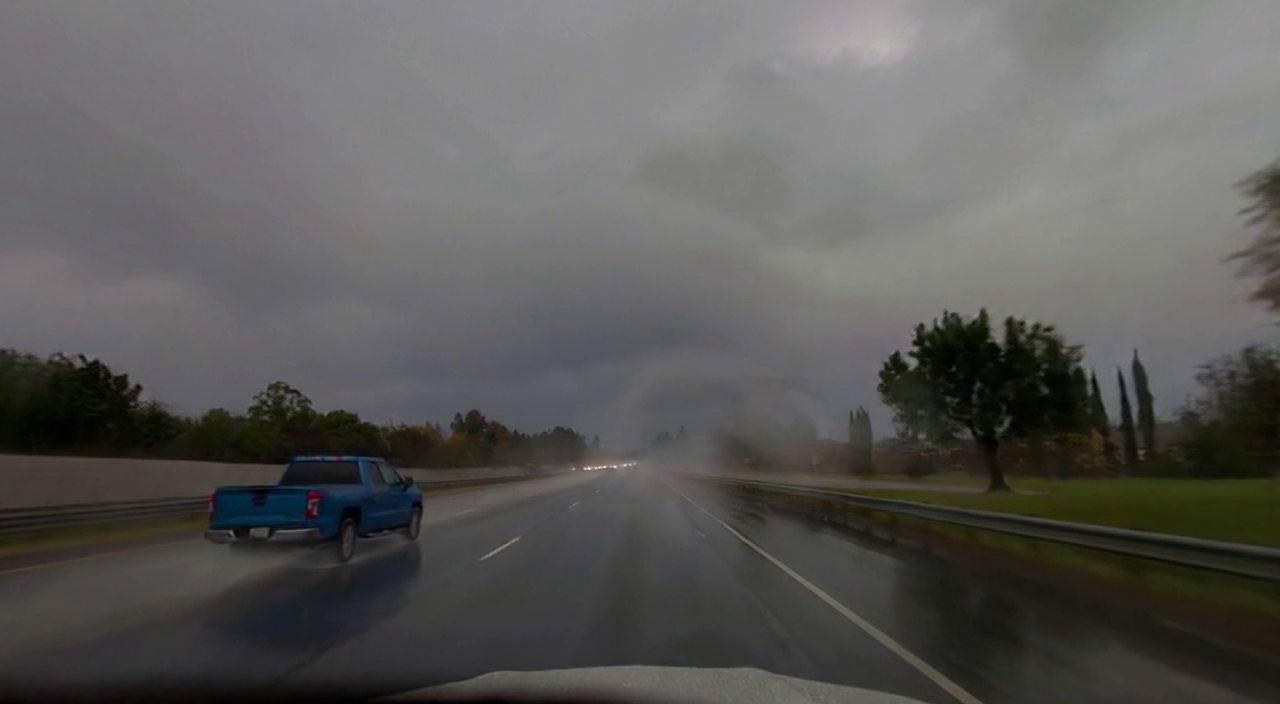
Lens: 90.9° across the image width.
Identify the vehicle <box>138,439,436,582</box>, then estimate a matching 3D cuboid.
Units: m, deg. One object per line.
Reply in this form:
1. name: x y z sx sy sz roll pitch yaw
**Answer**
1. vehicle: -4.547 2.120 9.005 1.914 1.534 4.015 1 -10 0
